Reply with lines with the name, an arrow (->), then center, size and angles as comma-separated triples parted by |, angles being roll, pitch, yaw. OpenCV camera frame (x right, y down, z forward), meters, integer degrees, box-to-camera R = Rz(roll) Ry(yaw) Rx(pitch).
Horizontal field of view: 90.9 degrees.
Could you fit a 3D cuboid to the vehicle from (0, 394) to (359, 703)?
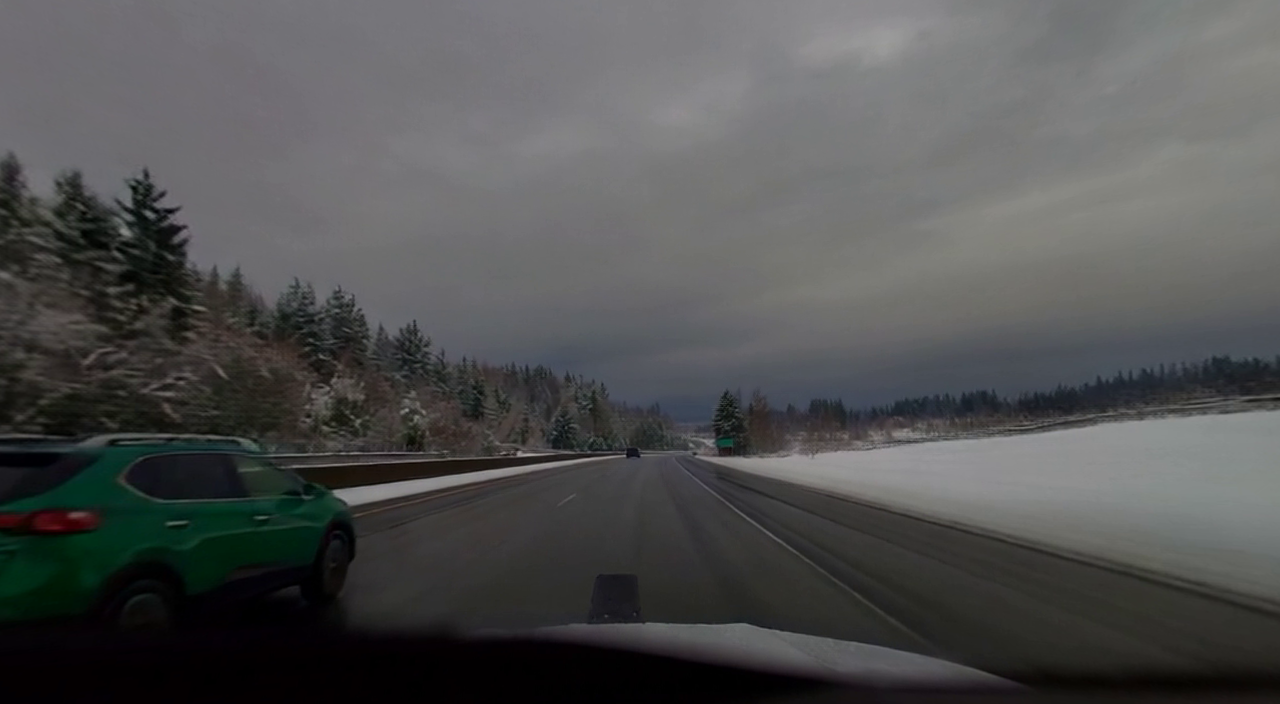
vehicle -> -3.427, 1.047, 3.299 | 1.934, 1.486, 4.115 | 0, -9, 1
